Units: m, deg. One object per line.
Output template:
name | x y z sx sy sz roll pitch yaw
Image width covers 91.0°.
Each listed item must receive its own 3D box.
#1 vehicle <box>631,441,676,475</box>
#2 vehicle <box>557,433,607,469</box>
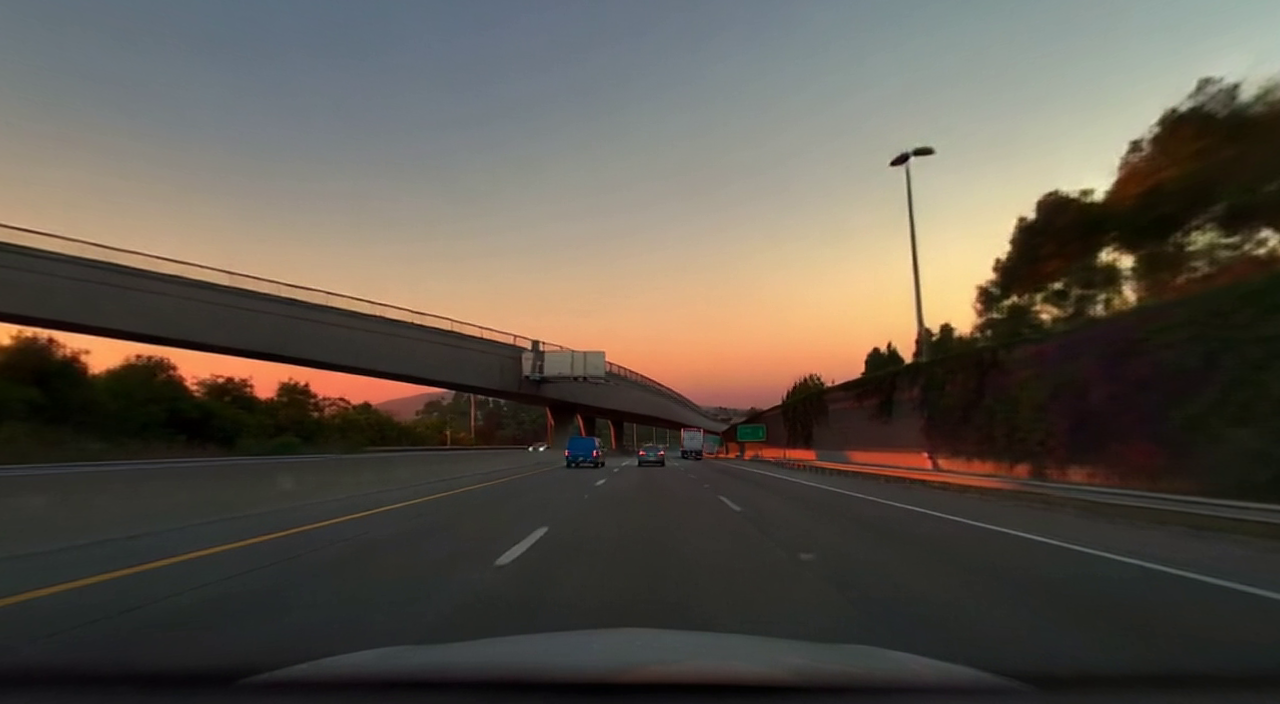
vehicle | 0.670 5.251 31.428 2.086 1.548 4.325 0 -9 1
vehicle | -3.264 5.708 36.422 2.264 1.901 4.647 0 -9 2
